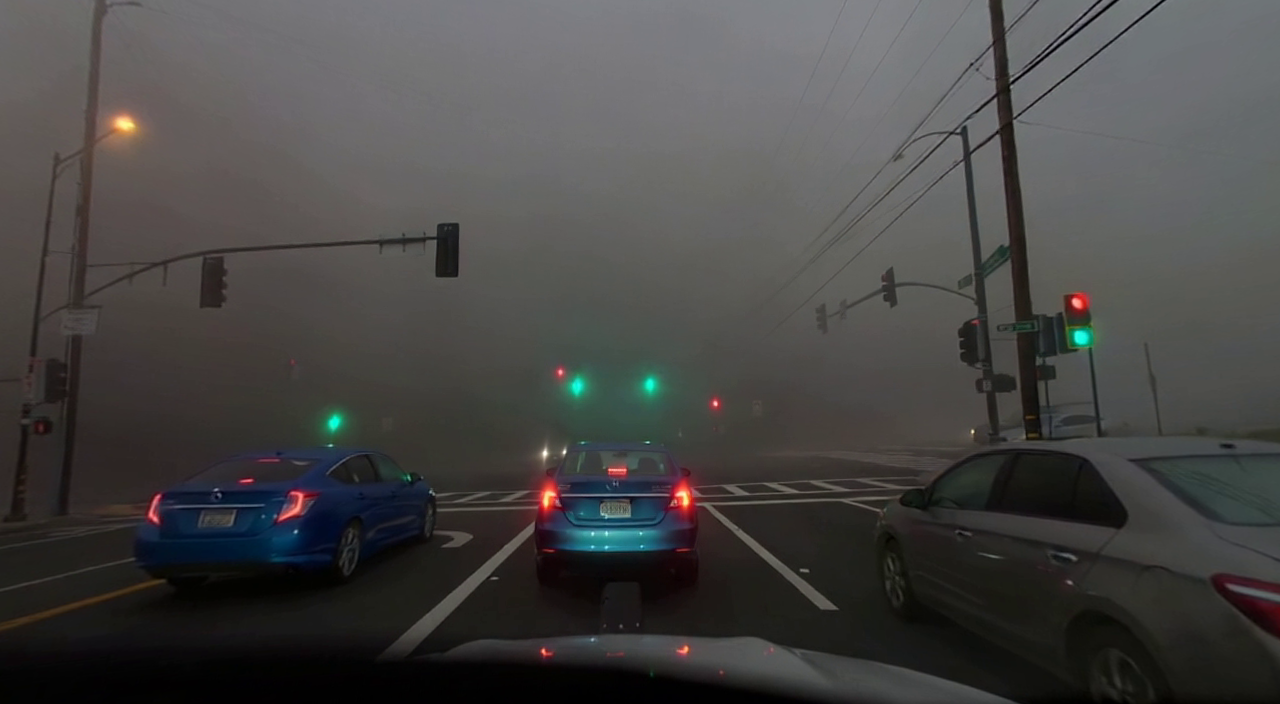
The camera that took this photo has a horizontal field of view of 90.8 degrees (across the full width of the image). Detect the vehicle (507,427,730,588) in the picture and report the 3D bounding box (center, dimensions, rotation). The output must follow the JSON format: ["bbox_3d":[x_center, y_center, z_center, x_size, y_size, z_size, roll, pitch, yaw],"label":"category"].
[{"bbox_3d":[-0.220,1.759,8.029,2.061,1.485,4.196,0,-8,-1],"label":"vehicle"}]

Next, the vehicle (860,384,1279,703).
[{"bbox_3d":[2.905,1.106,3.664,1.860,1.494,3.707,0,-8,-1],"label":"vehicle"}]

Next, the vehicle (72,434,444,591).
[{"bbox_3d":[-4.371,1.865,8.305,2.106,1.492,4.312,0,-8,1],"label":"vehicle"}]
